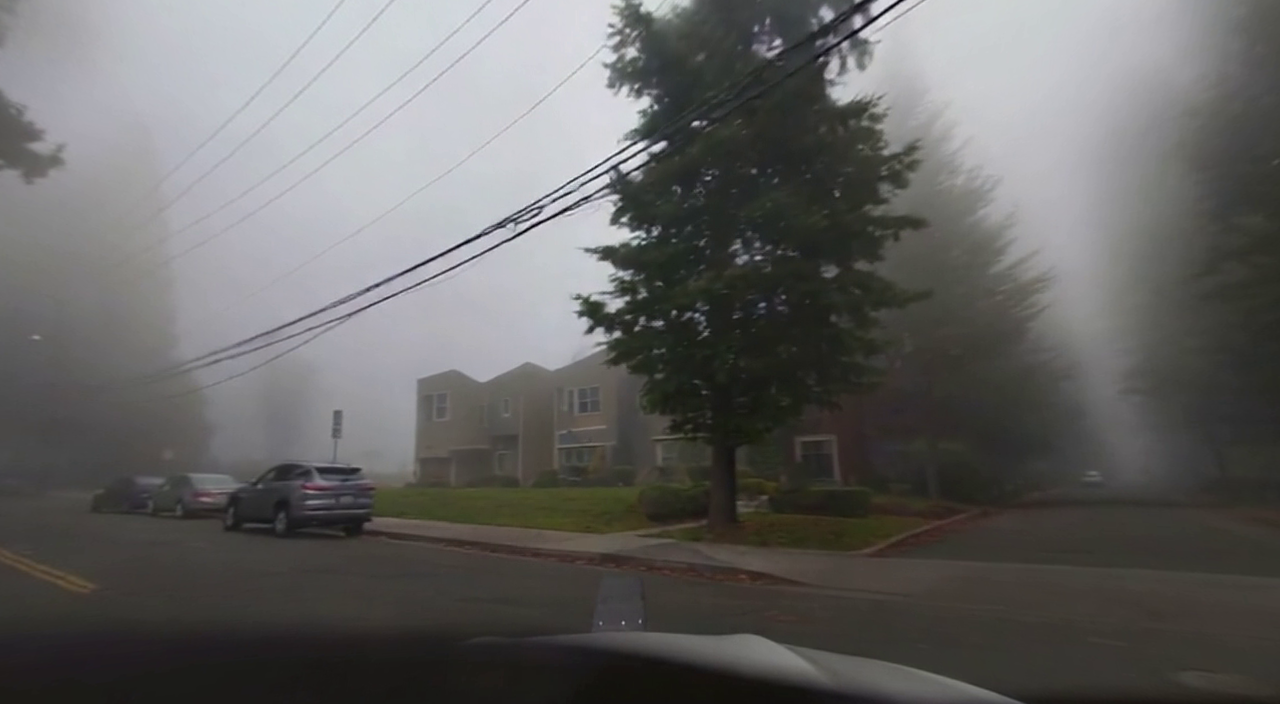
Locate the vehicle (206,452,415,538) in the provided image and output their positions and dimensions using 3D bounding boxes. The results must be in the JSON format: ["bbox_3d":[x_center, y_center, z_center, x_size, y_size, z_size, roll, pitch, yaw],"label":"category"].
[{"bbox_3d":[-7.808,3.263,14.689,5.170,1.626,2.272,-9,-14,37],"label":"vehicle"}]

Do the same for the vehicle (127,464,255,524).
[{"bbox_3d":[-14.056,4.332,19.577,4.652,1.494,1.868,-6,-10,37],"label":"vehicle"}]

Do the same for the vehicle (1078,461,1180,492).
[{"bbox_3d":[29.918,7.586,38.531,4.700,1.677,1.927,-6,-10,37],"label":"vehicle"}]
